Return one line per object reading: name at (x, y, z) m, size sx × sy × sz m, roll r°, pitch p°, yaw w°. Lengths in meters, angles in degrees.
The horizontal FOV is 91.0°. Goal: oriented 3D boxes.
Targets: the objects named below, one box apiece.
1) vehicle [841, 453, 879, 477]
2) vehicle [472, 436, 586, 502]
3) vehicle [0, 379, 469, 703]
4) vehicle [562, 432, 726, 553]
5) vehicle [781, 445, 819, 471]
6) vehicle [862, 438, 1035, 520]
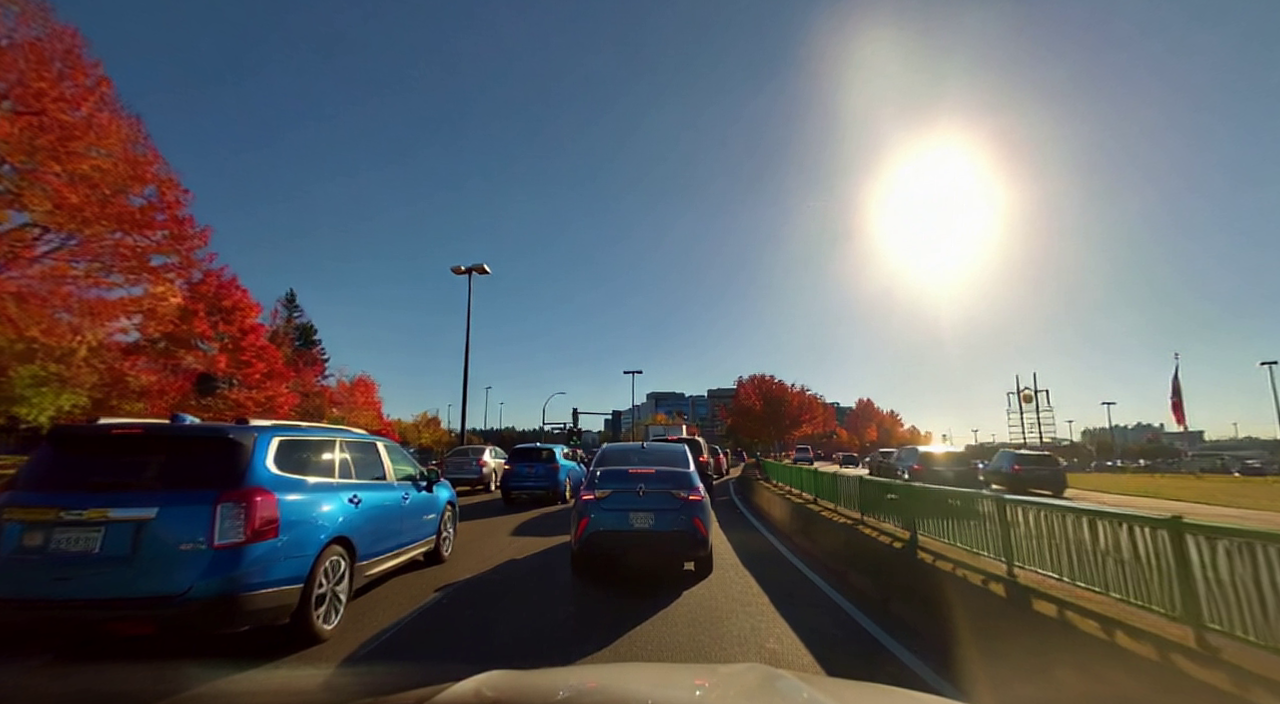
vehicle at (14.709, 7.529, 42.246) m, size 1.749 × 1.481 × 3.808 m, roll -1°, pitch -9°, yaw 10°
vehicle at (-2.874, 3.169, 17.459) m, size 1.974 × 1.549 × 4.603 m, roll 0°, pitch -9°, yaw 5°
vehicle at (-3.108, 1.270, 5.189) m, size 1.988 × 1.635 × 4.260 m, roll 0°, pitch -9°, yaw 3°
vehicle at (0.188, 2.119, 10.246) m, size 2.090 × 1.506 × 4.276 m, roll 0°, pitch -9°, yaw 4°
vehicle at (10.178, 6.754, 40.268) m, size 1.944 × 1.544 × 4.301 m, roll -1°, pitch -9°, yaw 9°
vehicle at (7.058, 2.917, 15.069) m, size 2.011 × 1.610 × 4.568 m, roll 0°, pitch -9°, yaw 3°
